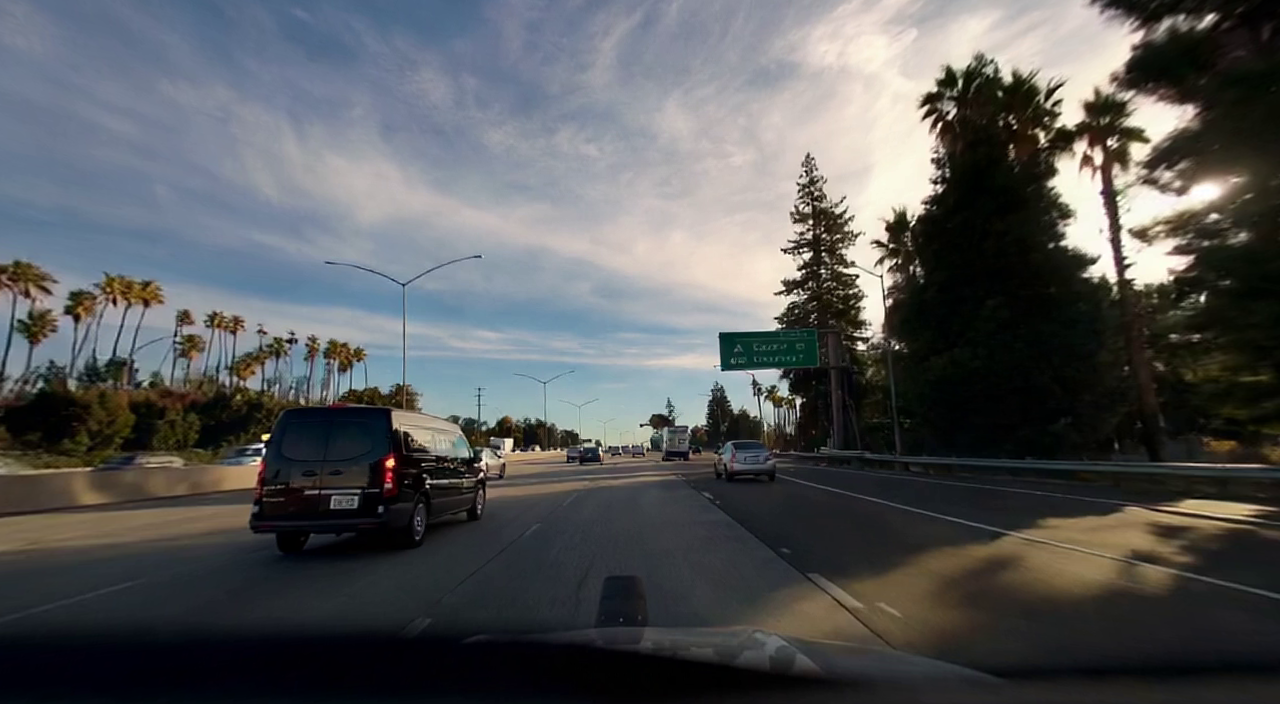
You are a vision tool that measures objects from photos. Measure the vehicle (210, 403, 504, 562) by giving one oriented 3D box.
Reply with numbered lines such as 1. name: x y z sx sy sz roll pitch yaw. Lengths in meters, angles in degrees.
1. vehicle: -3.915 1.941 10.163 2.215 1.859 5.375 0 -9 0

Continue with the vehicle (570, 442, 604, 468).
1. vehicle: -3.666 7.211 44.170 2.017 1.683 4.094 0 -9 0

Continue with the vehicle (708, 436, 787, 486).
1. vehicle: 3.894 4.041 23.694 2.124 1.674 4.494 0 -9 -1
